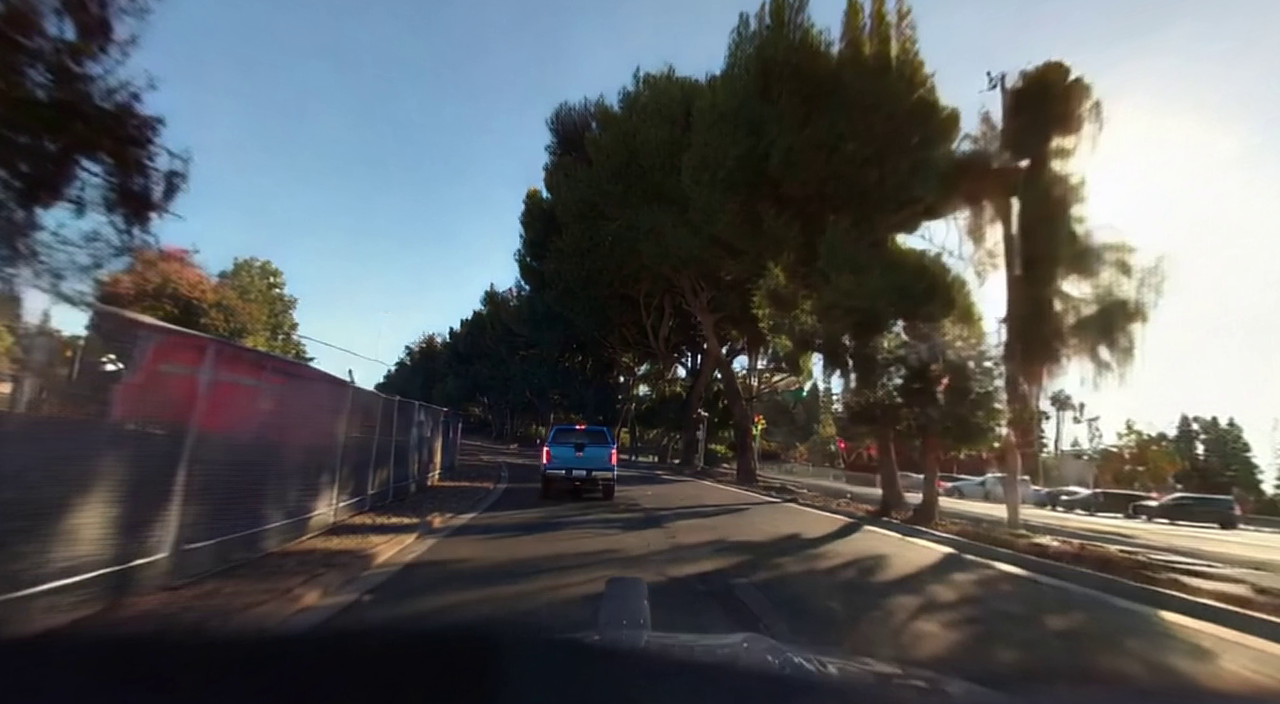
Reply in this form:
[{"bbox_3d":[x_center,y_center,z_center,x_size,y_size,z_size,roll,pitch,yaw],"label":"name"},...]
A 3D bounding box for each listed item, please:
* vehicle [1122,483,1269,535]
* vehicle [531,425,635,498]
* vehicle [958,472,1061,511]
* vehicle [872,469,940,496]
[{"bbox_3d":[23.233,6.551,26.658,1.841,1.673,4.470,1,-8,-7],"label":"vehicle"},{"bbox_3d":[-1.554,2.964,17.544,2.436,1.698,5.322,0,-8,-5],"label":"vehicle"},{"bbox_3d":[18.406,6.955,31.734,1.884,1.622,4.485,3,-10,-11],"label":"vehicle"},{"bbox_3d":[16.955,8.339,40.463,1.808,1.467,4.360,4,-10,-12],"label":"vehicle"}]
